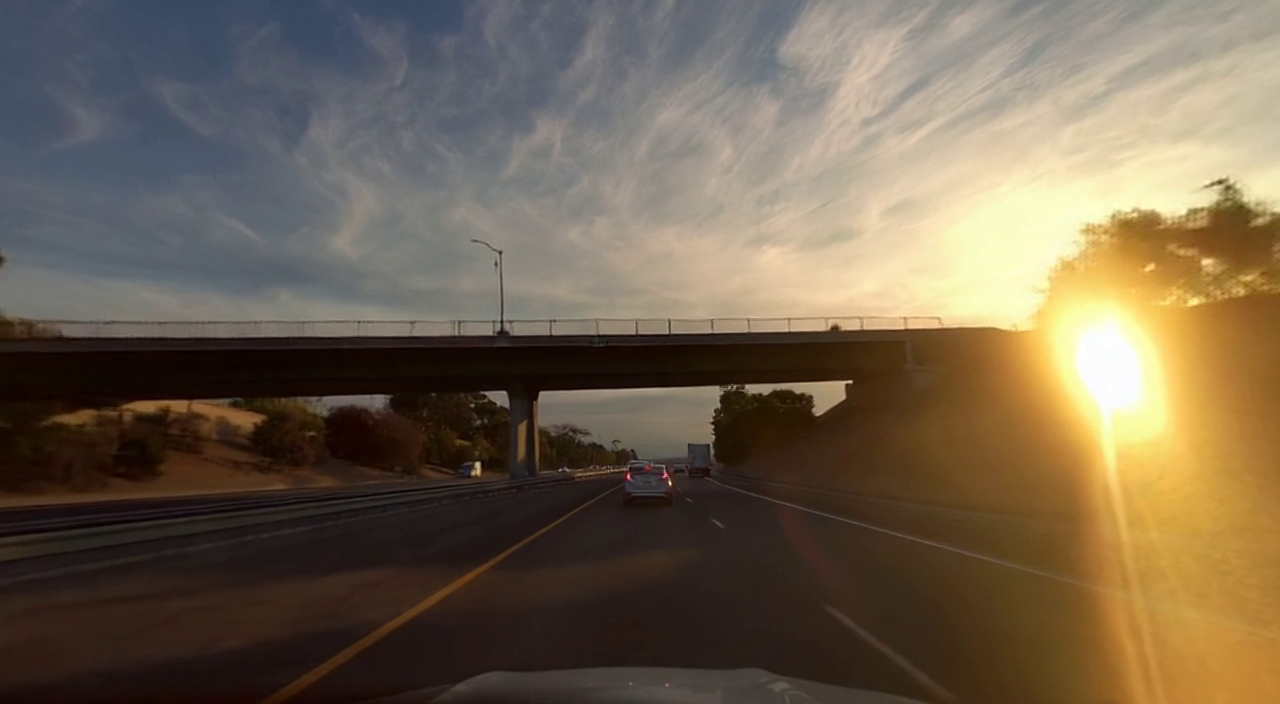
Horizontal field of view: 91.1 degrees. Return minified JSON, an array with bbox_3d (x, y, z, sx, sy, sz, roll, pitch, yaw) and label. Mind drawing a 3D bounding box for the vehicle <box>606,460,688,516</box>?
[{"bbox_3d":[0.187,3.958,18.551,2.156,1.444,3.762,1,-10,0],"label":"vehicle"}]
